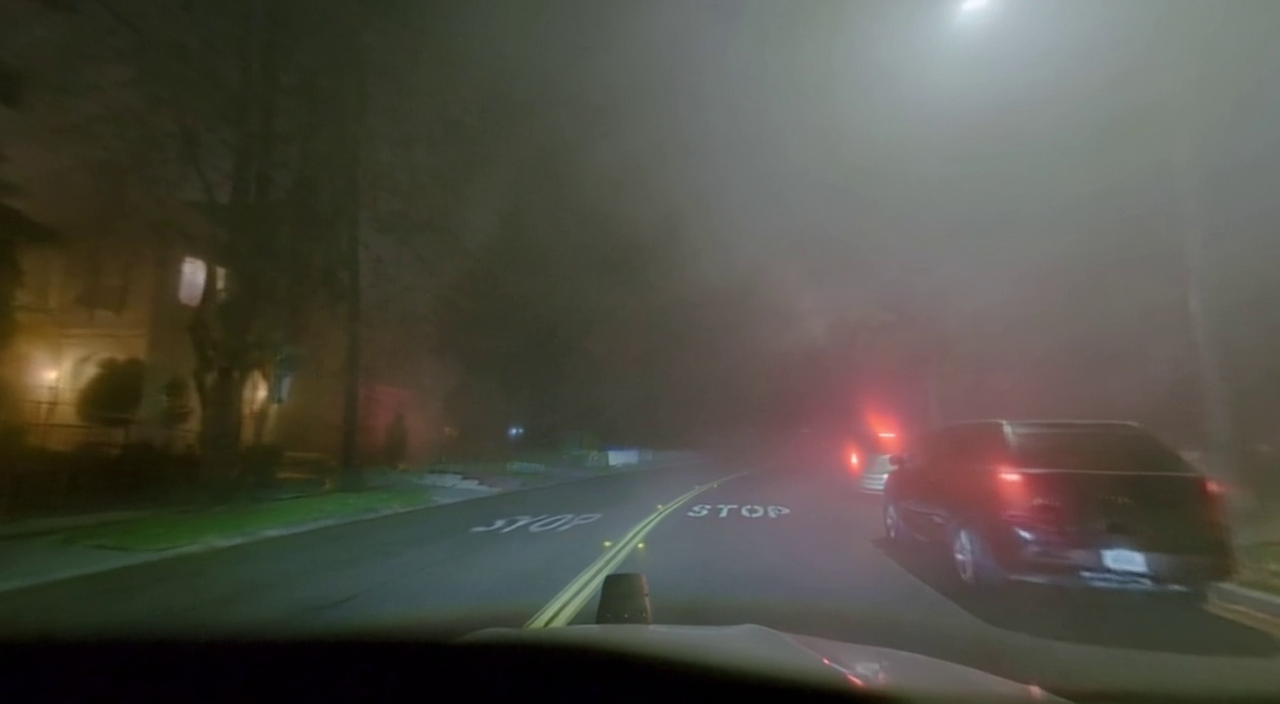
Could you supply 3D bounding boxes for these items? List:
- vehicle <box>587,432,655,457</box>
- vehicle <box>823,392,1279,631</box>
[{"bbox_3d":[-1.459,7.150,48.499,4.870,1.813,1.910,-4,-9,21],"label":"vehicle"},{"bbox_3d":[3.761,1.473,6.917,2.692,1.649,4.689,-1,-9,8],"label":"vehicle"}]
